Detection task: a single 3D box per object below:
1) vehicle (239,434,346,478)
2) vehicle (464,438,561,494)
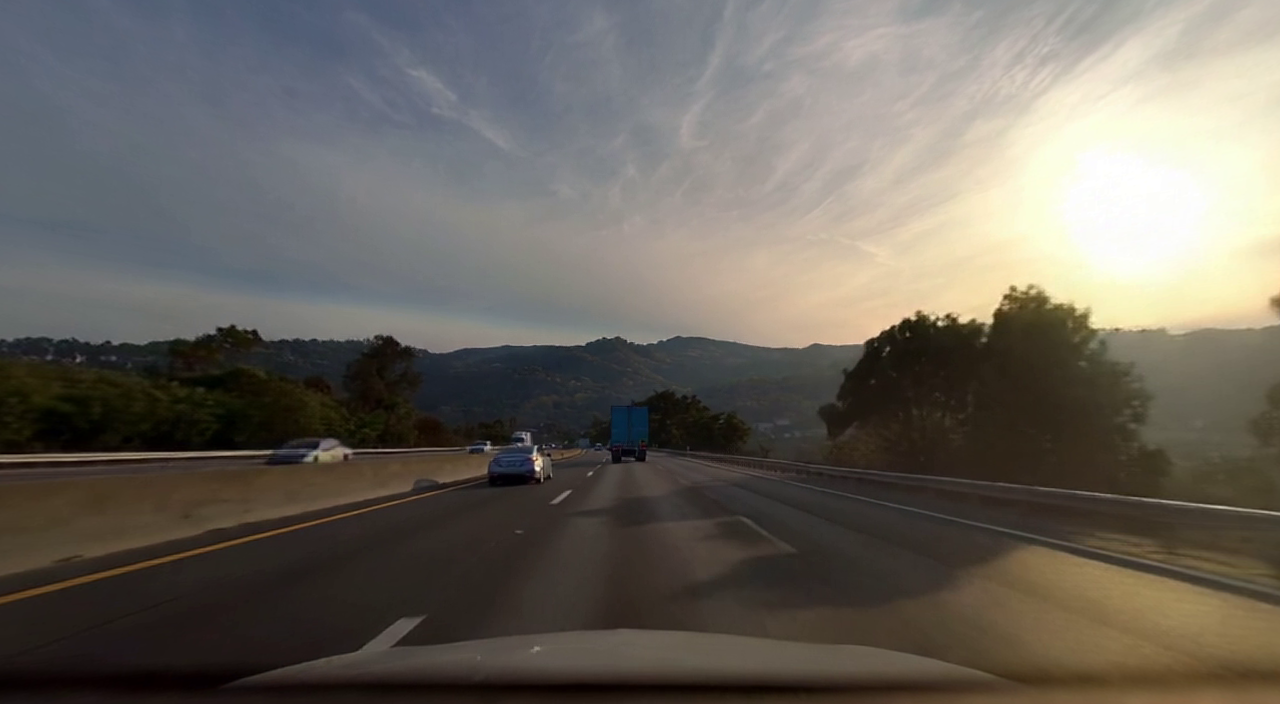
[{"bbox_3d":[-13.123,3.953,23.989,1.815,1.494,4.002,0,-9,0],"label":"vehicle"},{"bbox_3d":[-3.780,3.480,19.435,2.057,1.519,4.372,0,-9,1],"label":"vehicle"}]
